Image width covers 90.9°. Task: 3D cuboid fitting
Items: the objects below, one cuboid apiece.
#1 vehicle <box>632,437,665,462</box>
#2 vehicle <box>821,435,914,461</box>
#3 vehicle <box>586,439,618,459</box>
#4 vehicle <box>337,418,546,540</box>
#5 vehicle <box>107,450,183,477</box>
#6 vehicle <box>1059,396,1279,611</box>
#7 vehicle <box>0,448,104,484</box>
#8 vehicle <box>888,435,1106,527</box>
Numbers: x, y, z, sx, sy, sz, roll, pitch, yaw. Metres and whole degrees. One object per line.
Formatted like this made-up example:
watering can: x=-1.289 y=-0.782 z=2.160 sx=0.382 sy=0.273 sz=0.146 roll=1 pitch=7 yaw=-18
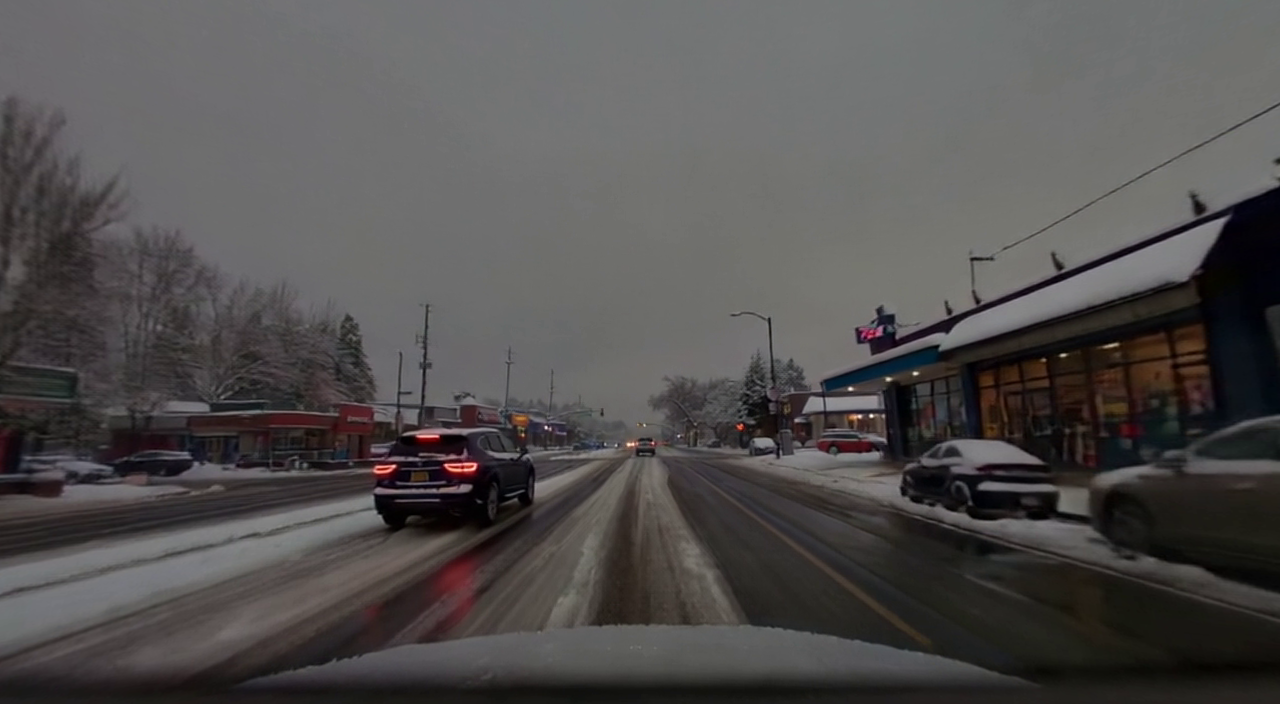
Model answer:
vehicle: x=0.573 y=6.351 z=41.124 sx=2.037 sy=1.484 sz=4.073 roll=0 pitch=-9 yaw=0
vehicle: x=13.449 y=5.703 z=37.411 sx=4.707 sy=1.485 sz=1.948 roll=0 pitch=-9 yaw=-2
vehicle: x=-2.809 y=7.270 z=47.277 sx=1.950 sy=1.450 sz=4.257 roll=-1 pitch=-9 yaw=2
vehicle: x=-3.052 y=2.076 z=10.912 sx=2.049 sy=1.646 sz=4.445 roll=-1 pitch=-9 yaw=2
vehicle: x=-32.318 y=7.275 z=41.130 sx=4.435 sy=1.483 sz=1.990 roll=-5 pitch=-8 yaw=23
vehicle: x=6.481 y=1.304 z=5.503 sx=2.129 sy=1.802 sz=5.084 roll=0 pitch=-9 yaw=0
vehicle: x=-31.025 y=5.958 z=33.130 sx=4.589 sy=1.779 sz=2.154 roll=-3 pitch=-9 yaw=20
vehicle: x=6.728 y=2.444 z=12.513 sx=1.896 sy=1.497 sz=4.032 roll=0 pitch=-9 yaw=-1
